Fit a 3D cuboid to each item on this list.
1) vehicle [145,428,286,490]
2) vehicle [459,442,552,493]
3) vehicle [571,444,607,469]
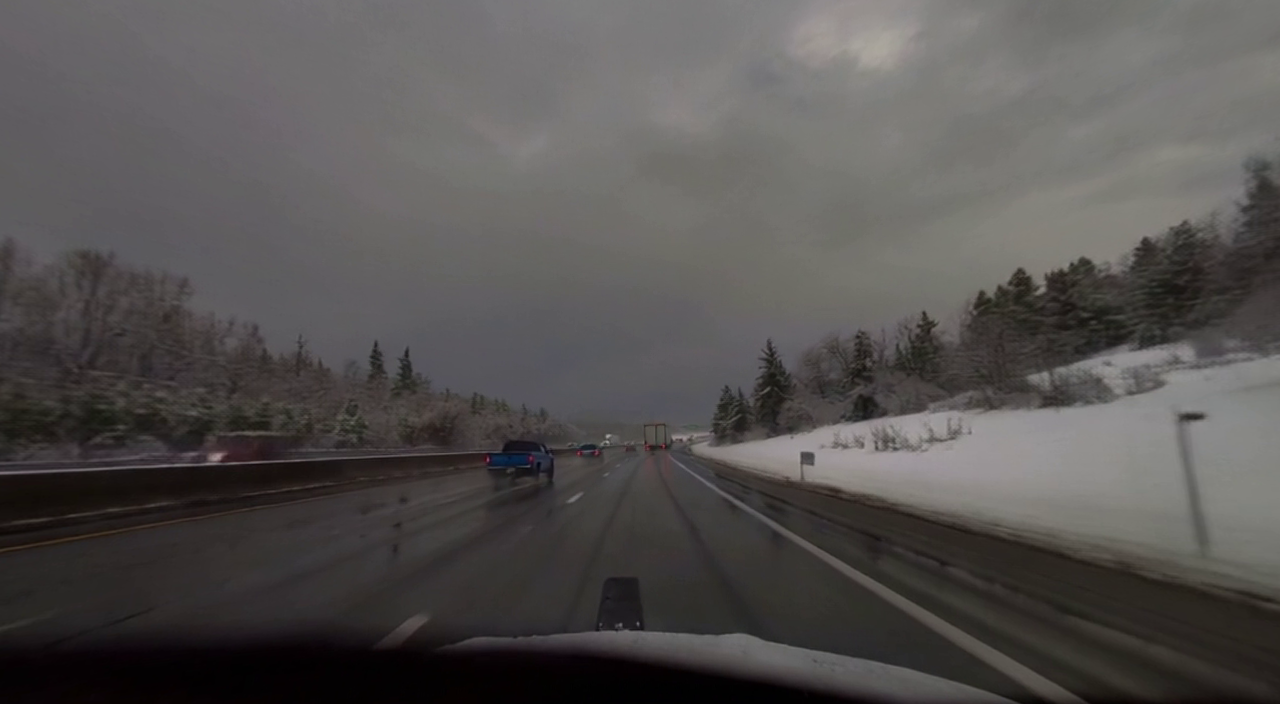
[{"bbox_3d":[-18.596,4.723,28.110,2.374,2.487,5.476,0,-9,1],"label":"vehicle"},{"bbox_3d":[-4.263,3.729,20.711,2.078,1.469,4.371,0,-9,0],"label":"vehicle"},{"bbox_3d":[-3.251,6.737,40.770,1.943,1.460,3.961,0,-9,1],"label":"vehicle"}]
